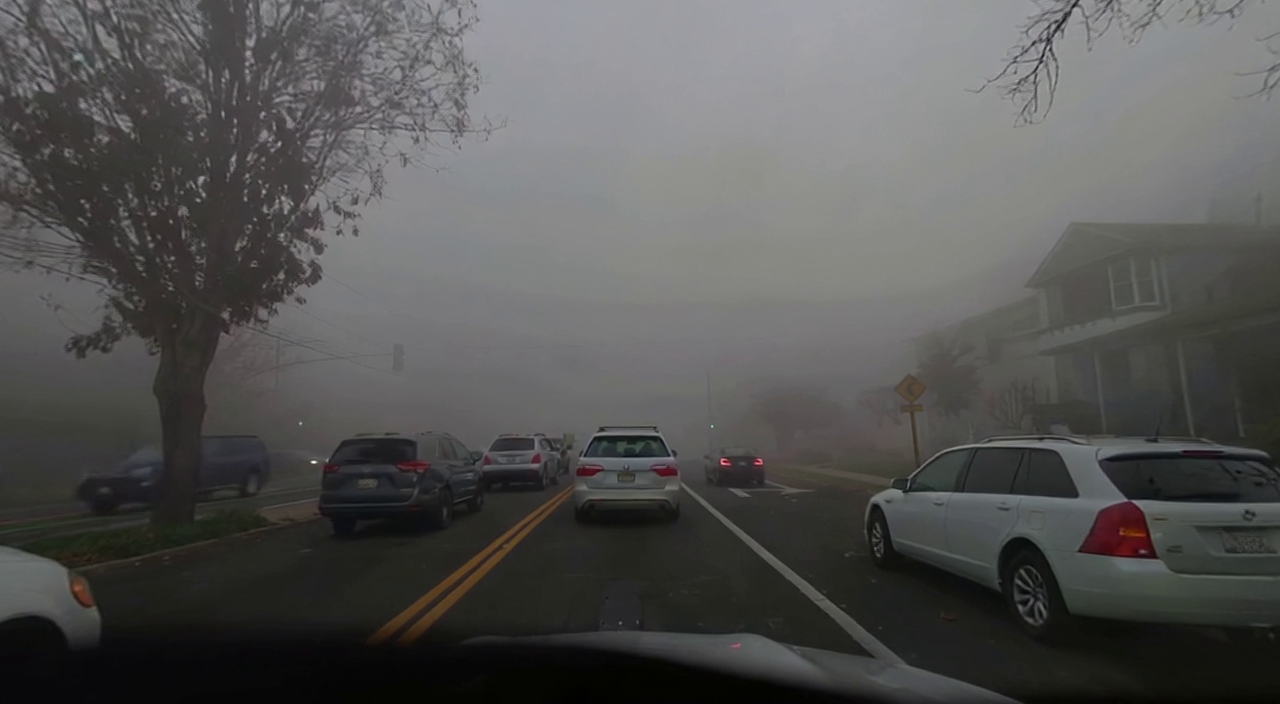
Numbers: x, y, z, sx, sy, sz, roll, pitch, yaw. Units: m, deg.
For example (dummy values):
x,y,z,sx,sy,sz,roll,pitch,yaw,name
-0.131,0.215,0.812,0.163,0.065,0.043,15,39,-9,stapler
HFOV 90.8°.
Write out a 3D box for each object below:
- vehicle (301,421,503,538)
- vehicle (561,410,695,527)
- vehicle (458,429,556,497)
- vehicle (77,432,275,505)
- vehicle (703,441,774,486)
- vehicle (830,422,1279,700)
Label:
x,y,z,sx,sy,sz,roll,pitch,yaw,name
-3.724,2.066,10.862,1.864,1.576,4.324,0,-8,-1,vehicle
-0.258,2.198,12.438,2.164,1.867,4.254,0,-8,-2,vehicle
-3.645,3.103,18.096,1.932,1.695,4.150,0,-8,0,vehicle
-12.891,3.238,18.066,2.098,1.774,4.614,0,-8,0,vehicle
3.487,4.015,23.132,1.880,1.476,3.932,0,-8,-1,vehicle
3.471,1.462,5.774,1.977,1.480,4.589,0,-8,-1,vehicle
